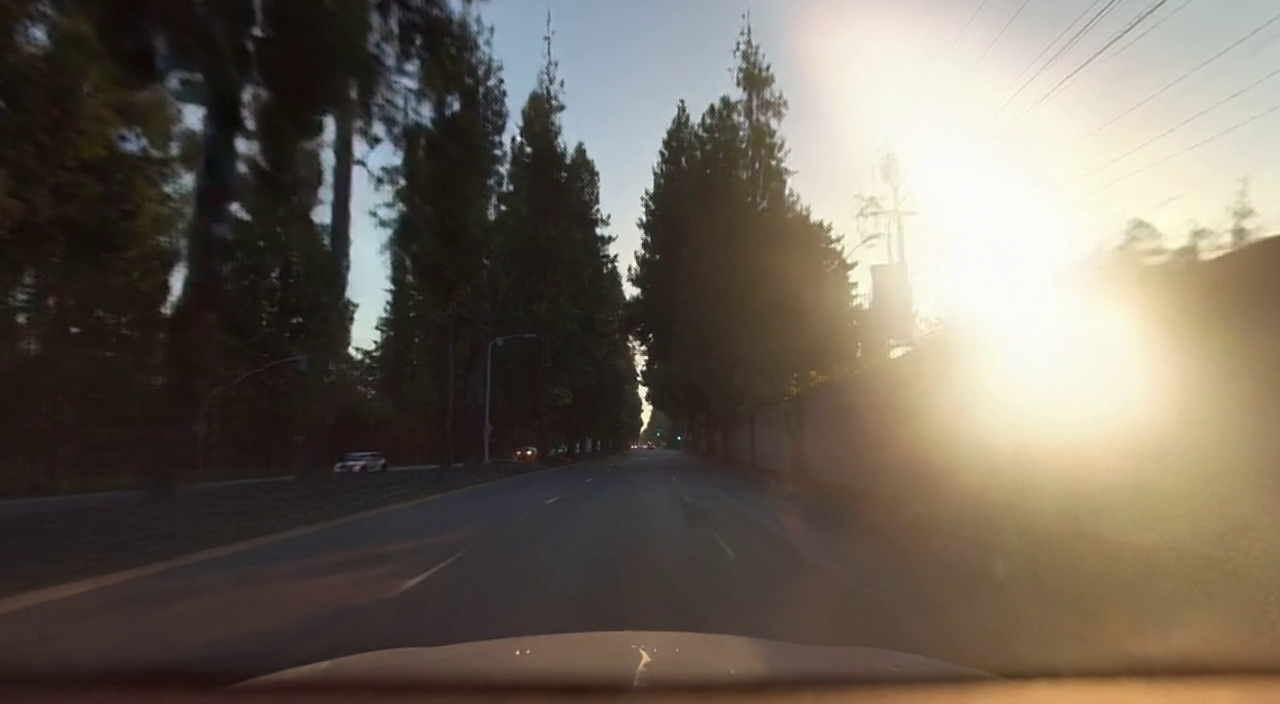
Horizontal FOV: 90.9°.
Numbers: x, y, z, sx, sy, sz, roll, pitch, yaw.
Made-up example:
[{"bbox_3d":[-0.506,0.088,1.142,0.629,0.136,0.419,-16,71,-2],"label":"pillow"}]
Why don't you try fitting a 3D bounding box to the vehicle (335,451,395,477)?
[{"bbox_3d":[-18.104,7.380,41.757,1.930,1.608,4.414,0,-8,0],"label":"vehicle"}]
